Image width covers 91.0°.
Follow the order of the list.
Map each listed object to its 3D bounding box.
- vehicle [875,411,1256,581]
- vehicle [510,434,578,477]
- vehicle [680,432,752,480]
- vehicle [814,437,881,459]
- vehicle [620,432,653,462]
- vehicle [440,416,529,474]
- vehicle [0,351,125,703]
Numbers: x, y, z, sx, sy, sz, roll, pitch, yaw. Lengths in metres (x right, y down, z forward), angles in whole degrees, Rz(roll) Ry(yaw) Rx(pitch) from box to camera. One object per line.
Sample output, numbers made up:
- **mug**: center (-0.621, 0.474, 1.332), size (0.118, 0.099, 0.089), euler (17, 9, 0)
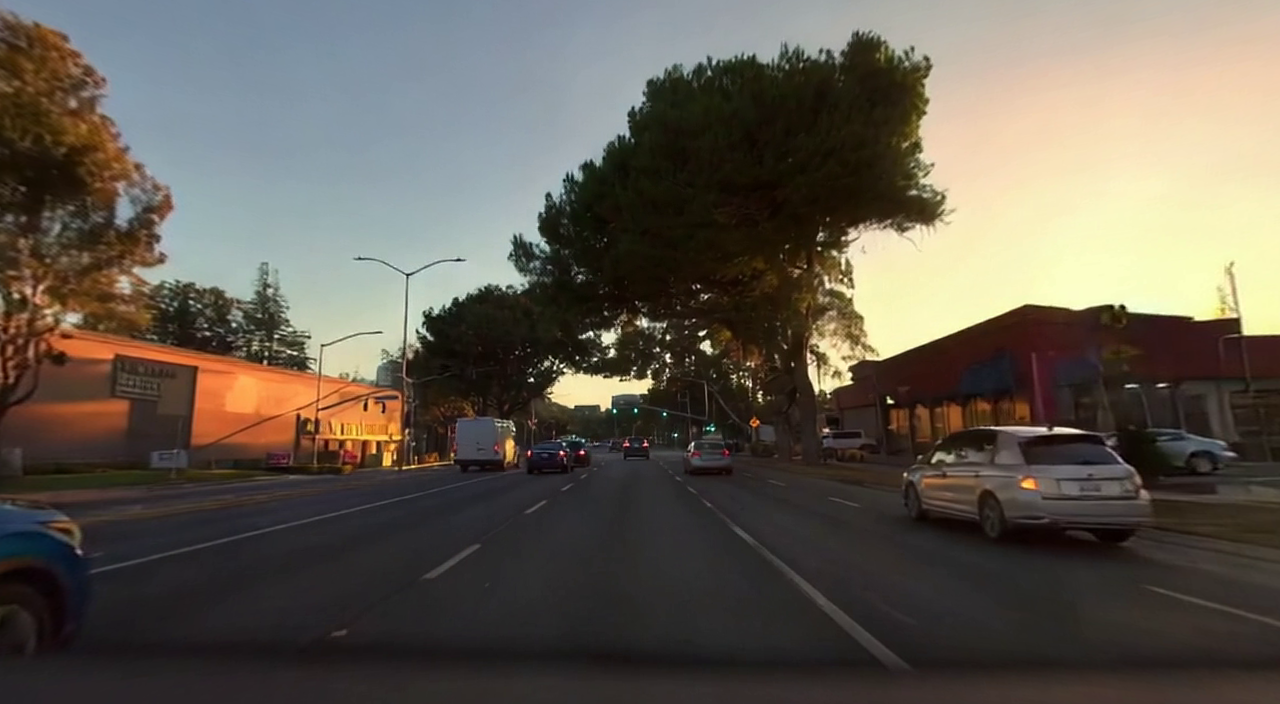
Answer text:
- **vehicle**: center (5.037, 1.756, 8.455), size (2.080, 1.661, 4.324), euler (0, -9, 0)
- **vehicle**: center (-4.030, 4.470, 27.380), size (2.133, 1.677, 4.727), euler (0, -9, 1)
- **vehicle**: center (2.989, 4.249, 25.919), size (2.167, 1.792, 4.835), euler (1, -9, -2)
- **vehicle**: center (15.154, 7.029, 46.063), size (4.149, 1.524, 1.993), euler (0, -9, -1)
- **vehicle**: center (-0.308, 7.154, 47.367), size (2.299, 2.104, 5.207), euler (0, -9, -2)
- **vehicle**: center (-7.577, 4.687, 31.574), size (2.863, 2.592, 6.410), euler (0, -9, -1)
- **vehicle**: center (-4.053, 0.646, 1.481), size (2.038, 1.748, 4.303), euler (0, -9, -1)
